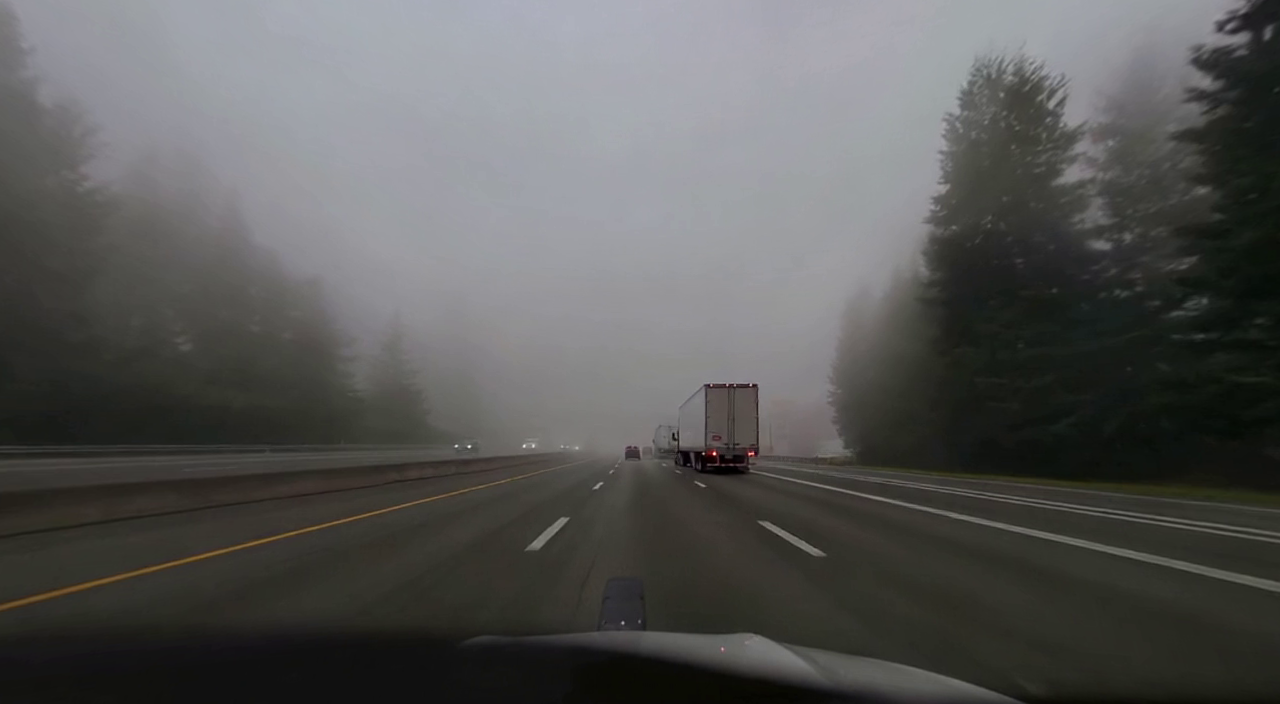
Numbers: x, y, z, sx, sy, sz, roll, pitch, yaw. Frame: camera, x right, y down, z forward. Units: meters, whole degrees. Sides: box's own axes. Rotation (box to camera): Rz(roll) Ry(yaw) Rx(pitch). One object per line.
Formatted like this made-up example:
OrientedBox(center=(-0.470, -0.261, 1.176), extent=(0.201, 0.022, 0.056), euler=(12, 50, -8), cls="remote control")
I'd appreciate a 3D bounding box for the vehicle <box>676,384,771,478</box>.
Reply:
OrientedBox(center=(3.950, 4.421, 33.873), extent=(2.922, 3.987, 14.038), euler=(0, -9, -1), cls="vehicle")
